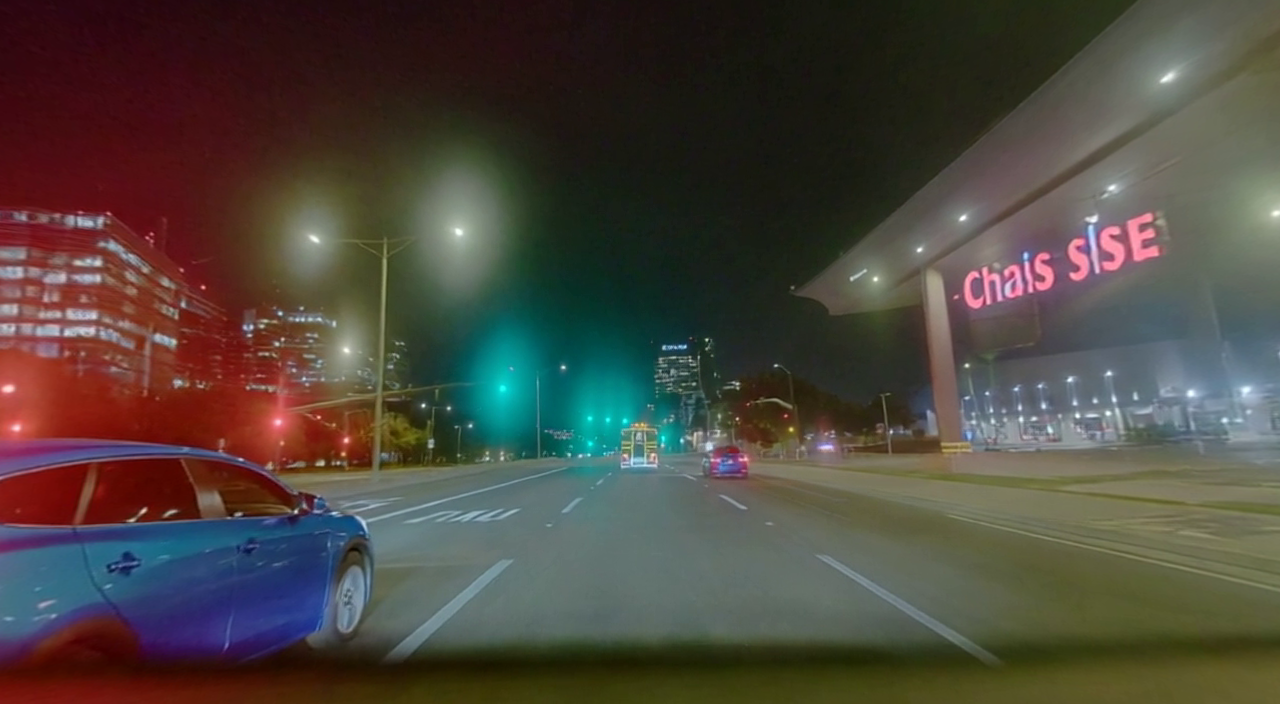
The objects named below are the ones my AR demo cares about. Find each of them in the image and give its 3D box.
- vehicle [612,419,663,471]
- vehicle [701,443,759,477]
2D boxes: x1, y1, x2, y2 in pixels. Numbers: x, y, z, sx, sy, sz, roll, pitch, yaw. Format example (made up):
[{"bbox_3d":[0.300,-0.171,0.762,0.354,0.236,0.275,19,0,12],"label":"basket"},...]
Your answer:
[{"bbox_3d":[-0.161,5.672,38.451,2.833,2.879,6.572,0,-8,0],"label":"vehicle"},{"bbox_3d":[4.229,5.140,30.336,2.005,1.442,4.675,0,-8,-1],"label":"vehicle"}]
